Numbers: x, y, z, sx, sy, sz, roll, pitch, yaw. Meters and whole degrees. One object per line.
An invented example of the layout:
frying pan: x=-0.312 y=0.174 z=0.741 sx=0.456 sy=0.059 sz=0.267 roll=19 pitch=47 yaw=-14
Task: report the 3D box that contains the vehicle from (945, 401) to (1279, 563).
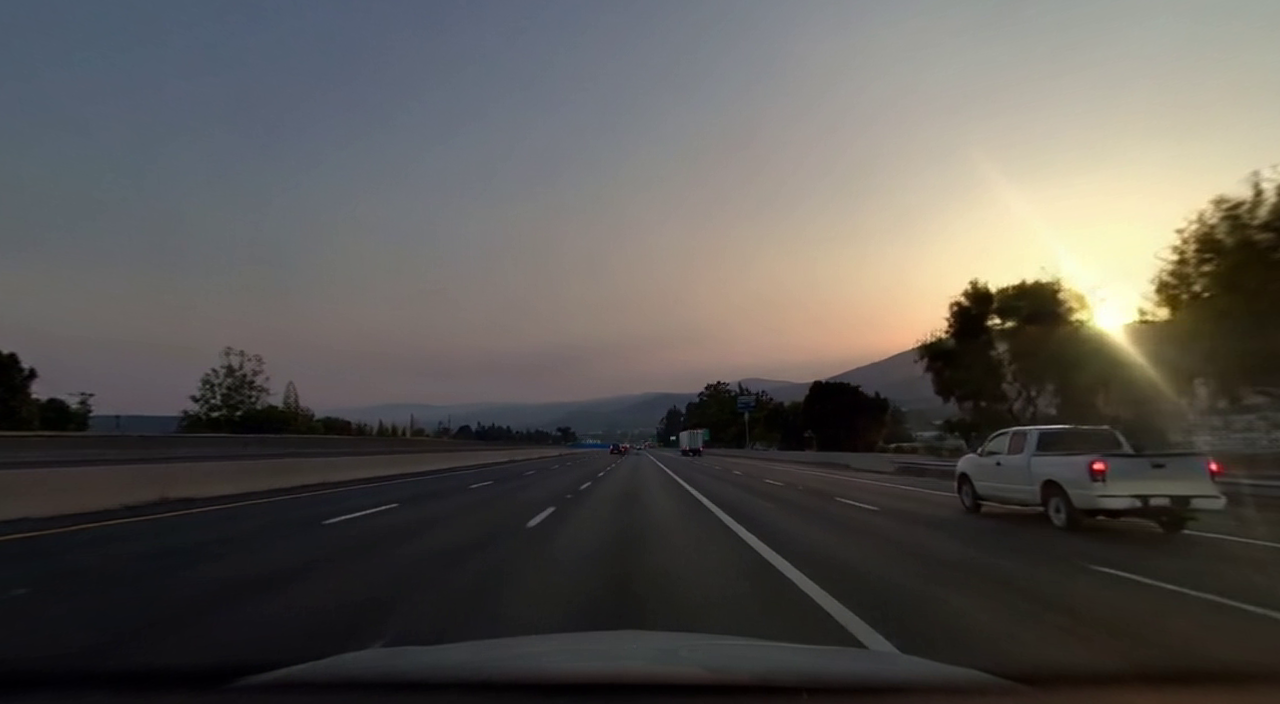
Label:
vehicle: x=6.741 y=1.773 z=9.294 sx=2.096 sy=1.767 sz=4.601 roll=0 pitch=-9 yaw=0
